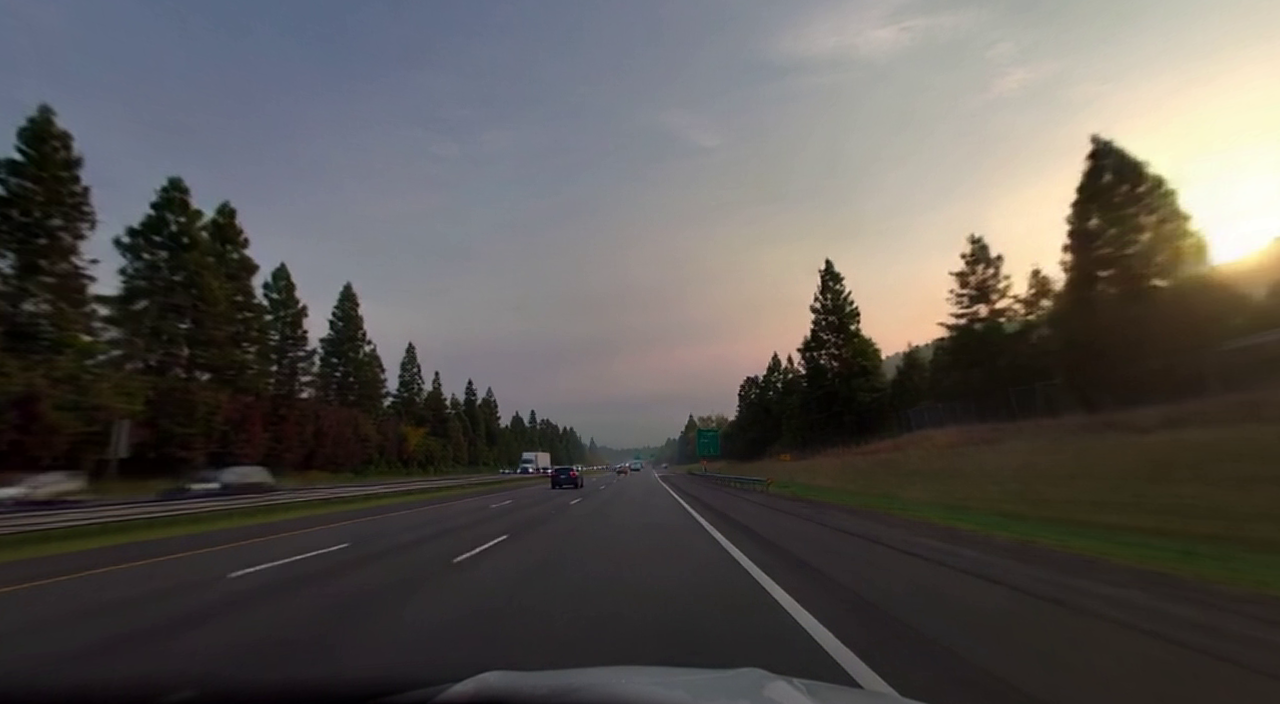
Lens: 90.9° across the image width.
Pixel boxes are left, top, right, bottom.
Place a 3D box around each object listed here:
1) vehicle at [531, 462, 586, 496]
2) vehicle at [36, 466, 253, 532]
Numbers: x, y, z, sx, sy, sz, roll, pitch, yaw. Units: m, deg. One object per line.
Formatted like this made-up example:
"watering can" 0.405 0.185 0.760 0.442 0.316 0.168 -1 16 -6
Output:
"vehicle" -3.823 6.069 30.338 2.043 1.486 4.442 0 -10 0
"vehicle" -12.614 3.748 16.550 2.065 1.438 4.481 1 -10 -1
